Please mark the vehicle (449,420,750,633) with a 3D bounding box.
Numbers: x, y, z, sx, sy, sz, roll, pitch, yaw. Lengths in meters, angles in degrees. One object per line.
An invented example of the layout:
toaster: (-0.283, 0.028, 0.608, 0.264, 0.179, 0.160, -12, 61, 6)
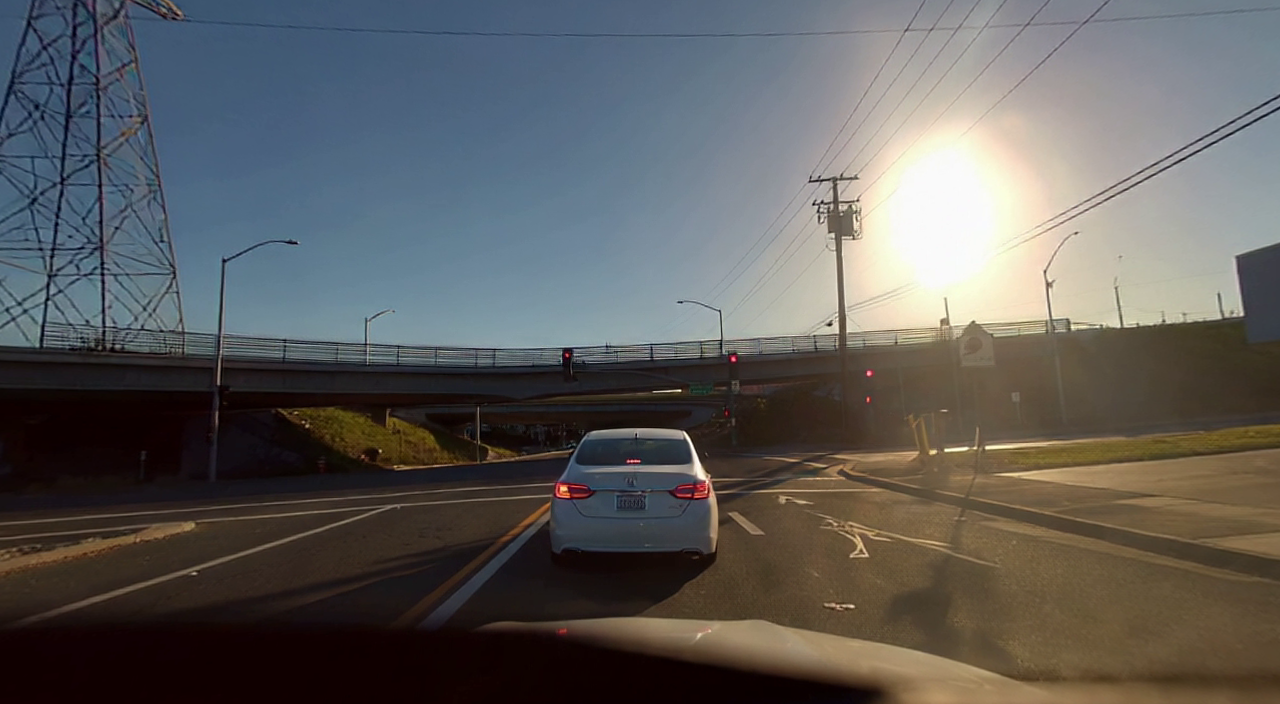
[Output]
vehicle: (-0.248, 1.525, 6.471, 2.090, 1.458, 4.033, -1, -9, 1)
